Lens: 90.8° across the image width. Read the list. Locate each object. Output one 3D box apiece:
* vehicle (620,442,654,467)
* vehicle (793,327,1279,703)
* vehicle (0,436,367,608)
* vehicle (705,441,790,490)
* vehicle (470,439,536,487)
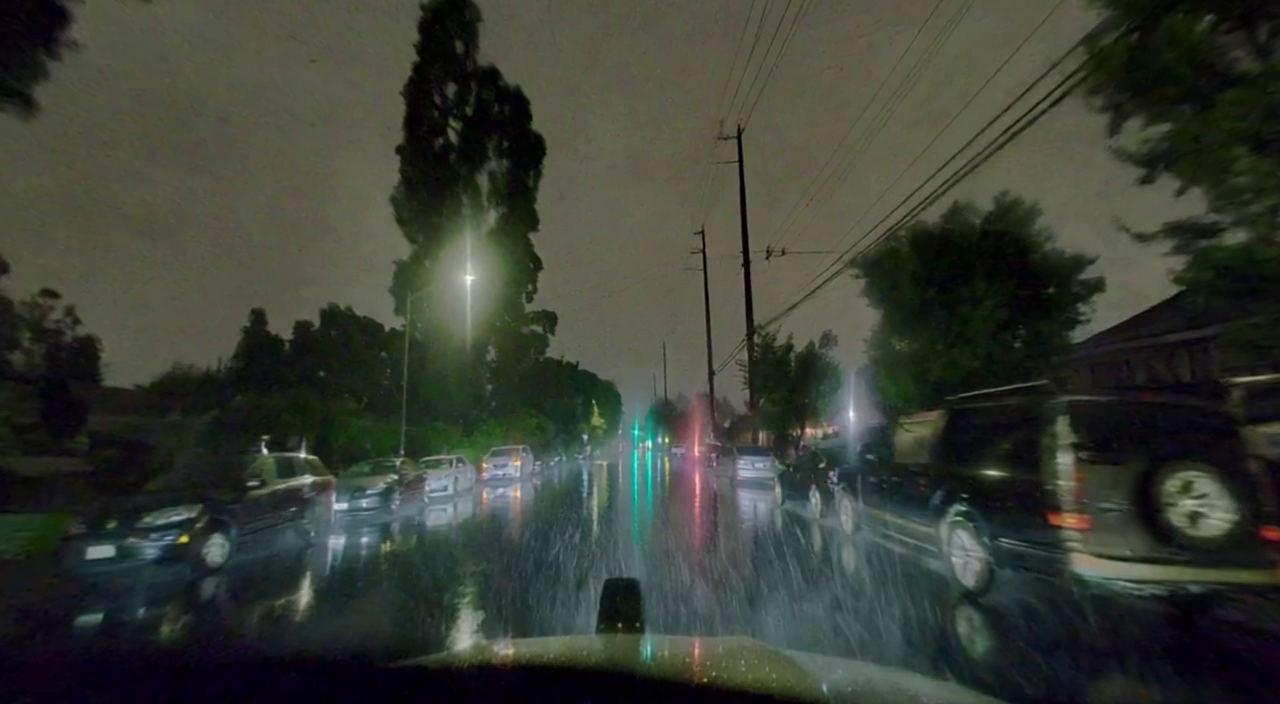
[{"bbox_3d":[-0.239,6.705,41.349,2.062,1.509,4.305,0,-8,-1],"label":"vehicle"},{"bbox_3d":[3.573,1.267,6.327,2.401,1.958,5.999,0,-8,-2],"label":"vehicle"},{"bbox_3d":[-5.935,2.099,9.040,1.925,1.578,4.906,-3,-7,0],"label":"vehicle"},{"bbox_3d":[3.598,3.914,22.131,2.039,1.480,4.831,-1,-9,-1],"label":"vehicle"},{"bbox_3d":[-6.232,5.056,29.278,2.115,1.820,5.002,-3,-7,-3],"label":"vehicle"}]
